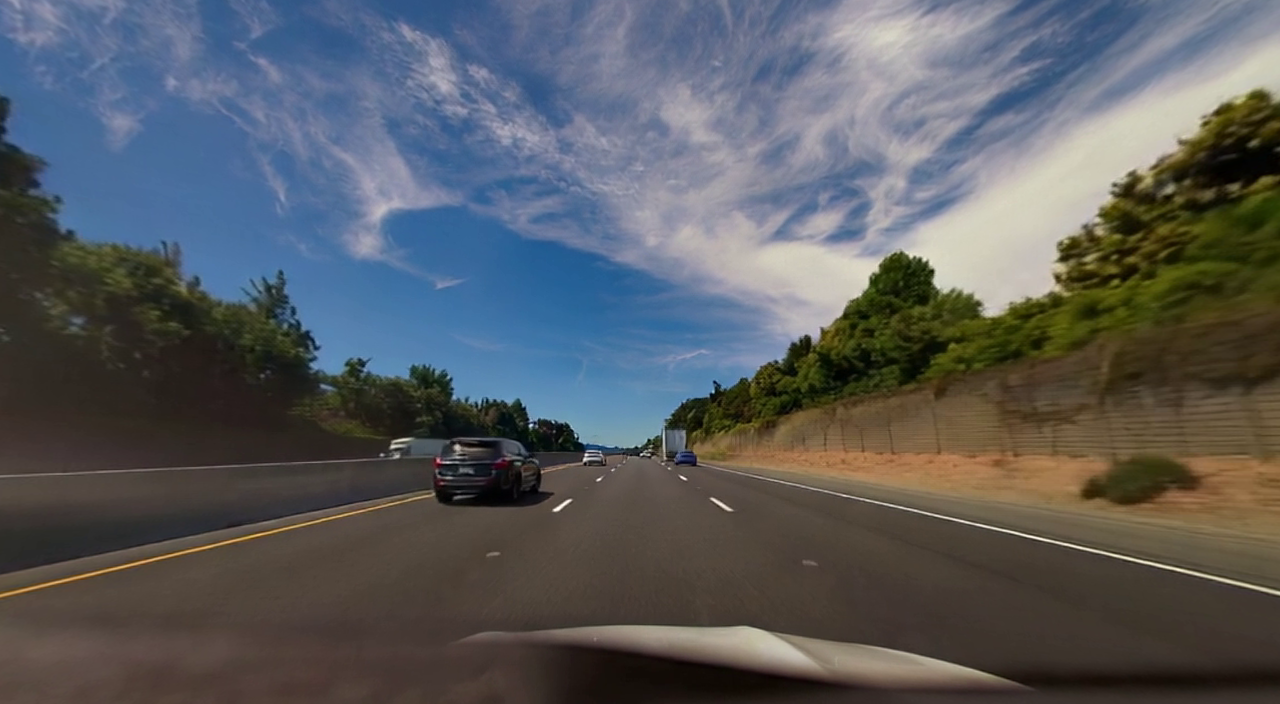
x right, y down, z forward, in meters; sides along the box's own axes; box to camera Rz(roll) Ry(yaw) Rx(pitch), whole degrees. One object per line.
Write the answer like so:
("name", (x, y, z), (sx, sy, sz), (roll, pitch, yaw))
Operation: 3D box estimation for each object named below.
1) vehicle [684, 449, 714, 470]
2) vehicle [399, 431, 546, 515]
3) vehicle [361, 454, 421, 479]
("vehicle", (4.414, 8.065, 47.422), (1.873, 1.529, 3.953), (0, -9, 0))
("vehicle", (-3.840, 2.893, 15.621), (2.138, 1.720, 5.186), (0, -9, 1))
("vehicle", (-15.713, 7.229, 40.018), (1.984, 1.494, 4.391), (0, -9, 1))
